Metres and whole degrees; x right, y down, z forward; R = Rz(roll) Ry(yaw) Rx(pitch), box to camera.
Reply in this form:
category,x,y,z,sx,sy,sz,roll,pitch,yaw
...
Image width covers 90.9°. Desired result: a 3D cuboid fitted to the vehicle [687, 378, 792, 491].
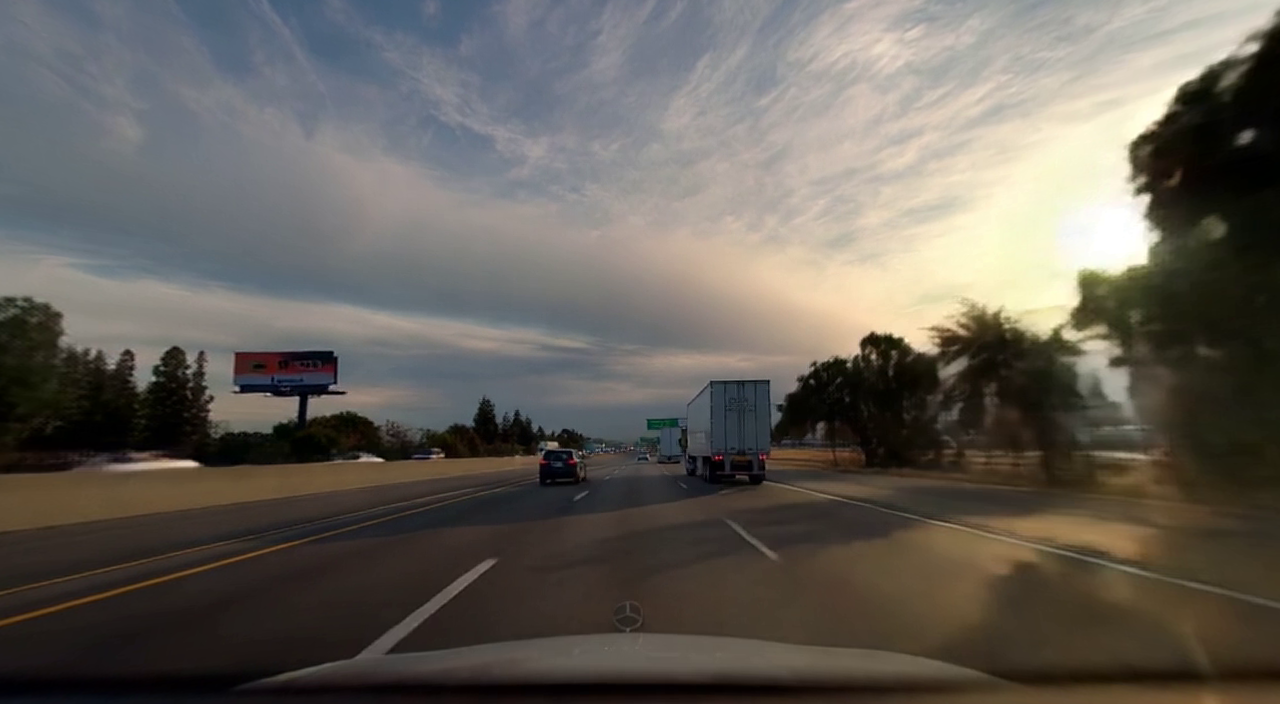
category,x,y,z,sx,sy,sz,roll,pitch,yaw
vehicle,4.282,4.226,30.988,2.826,4.269,14.176,0,-9,0

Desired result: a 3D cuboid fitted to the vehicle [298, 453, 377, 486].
category,x,y,z,sx,sy,sz,roll,pitch,yaw
vehicle,-15.843,6.155,33.311,1.928,1.577,4.444,0,-9,0

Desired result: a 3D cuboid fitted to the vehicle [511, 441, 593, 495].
category,x,y,z,sx,sy,sz,roll,pitch,yaw
vehicle,-3.157,4.312,23.823,2.291,1.788,4.825,0,-9,1
